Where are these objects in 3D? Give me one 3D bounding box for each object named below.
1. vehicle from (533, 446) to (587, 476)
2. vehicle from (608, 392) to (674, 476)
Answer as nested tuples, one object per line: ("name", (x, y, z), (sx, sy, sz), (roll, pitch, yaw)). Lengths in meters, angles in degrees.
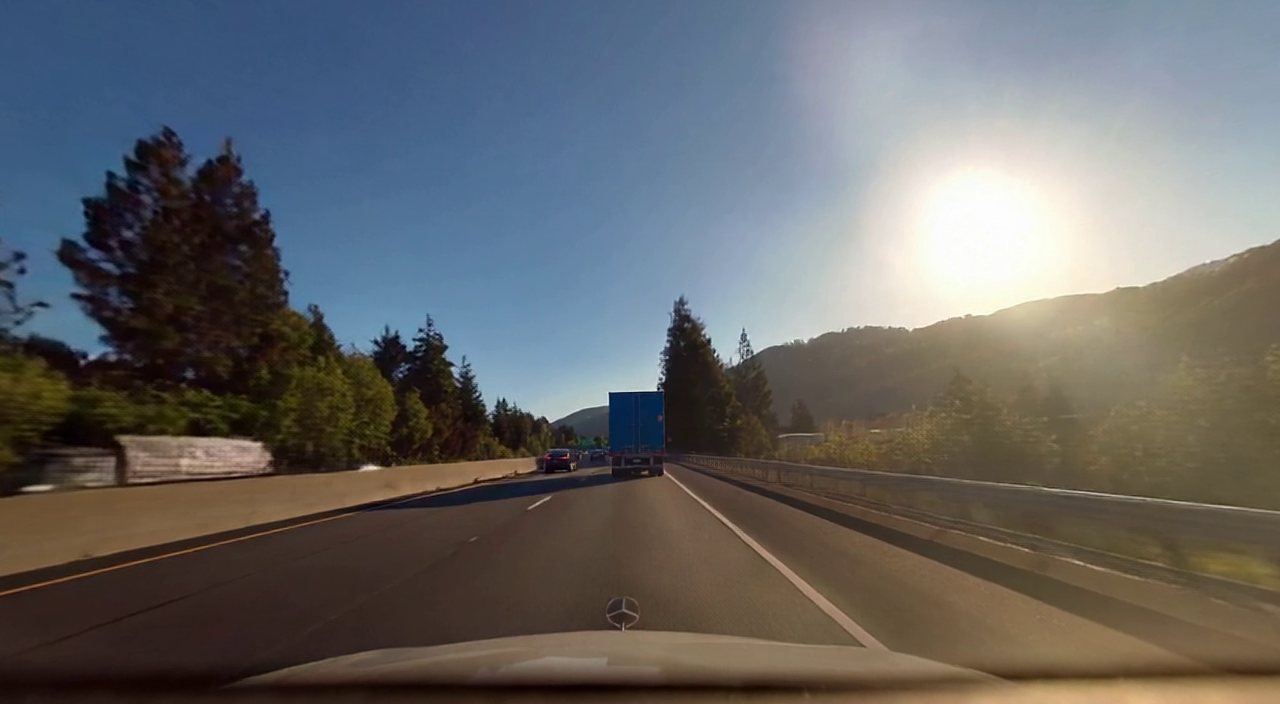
("vehicle", (-4.160, 5.777, 33.597), (2.206, 1.478, 4.824), (0, -9, 0))
("vehicle", (-0.004, 4.506, 33.663), (2.959, 3.828, 9.617), (0, -9, -1))
